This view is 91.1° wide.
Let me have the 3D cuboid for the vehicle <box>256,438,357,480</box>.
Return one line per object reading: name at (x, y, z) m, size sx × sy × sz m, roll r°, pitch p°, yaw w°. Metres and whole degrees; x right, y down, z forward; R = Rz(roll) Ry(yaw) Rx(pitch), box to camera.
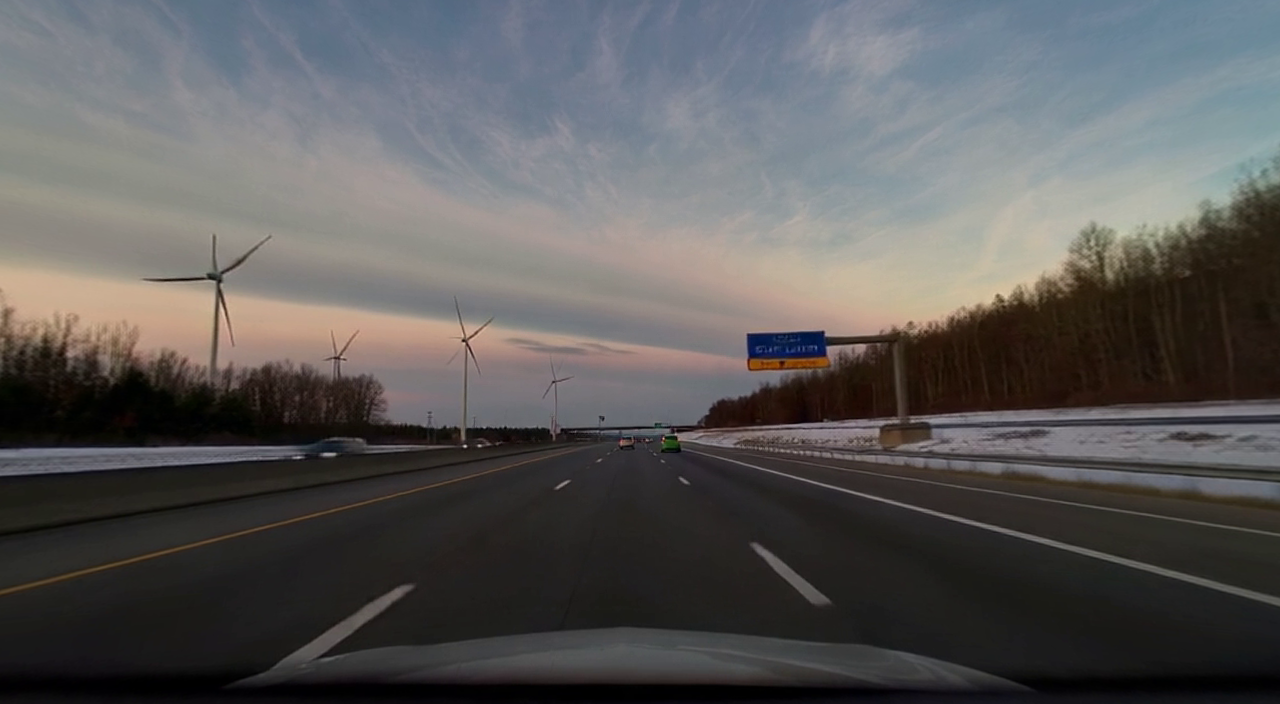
vehicle at (-12.754, 4.096, 24.343) m, size 1.858 × 1.472 × 3.822 m, roll 0°, pitch -8°, yaw -1°
